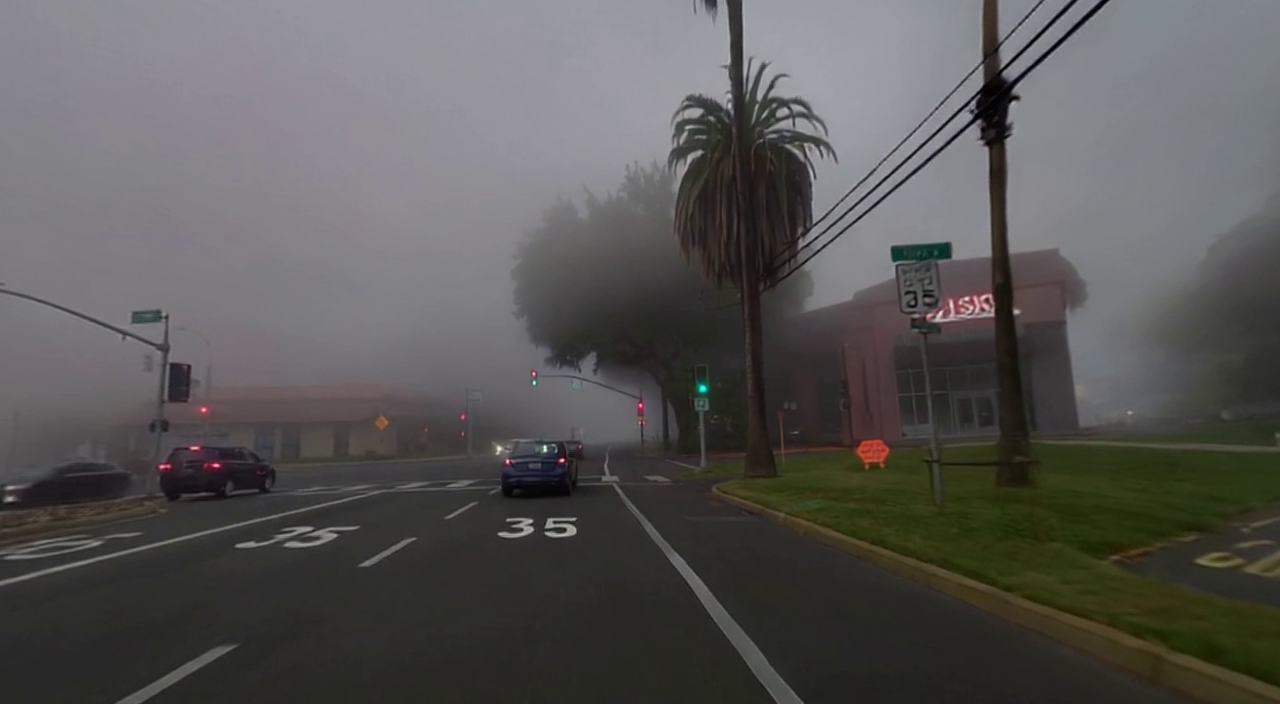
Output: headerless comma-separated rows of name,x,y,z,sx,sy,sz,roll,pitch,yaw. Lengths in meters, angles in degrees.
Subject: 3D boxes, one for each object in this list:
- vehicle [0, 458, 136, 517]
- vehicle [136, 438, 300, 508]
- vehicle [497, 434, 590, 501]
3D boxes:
vehicle,-18.054,4.036,19.279,1.879,1.496,4.510,0,-8,-4
vehicle,-12.513,3.566,19.225,2.050,1.811,4.752,1,-8,-5
vehicle,-2.405,2.928,16.458,2.063,1.474,4.334,1,-8,-6
